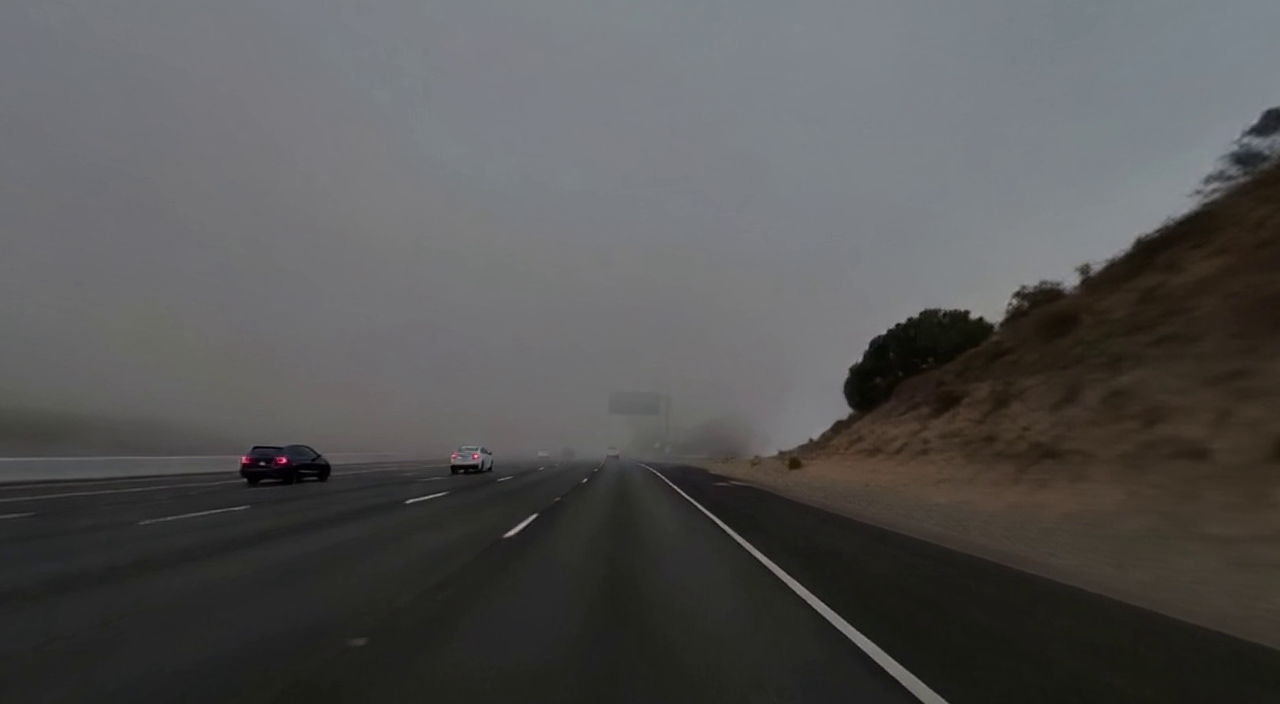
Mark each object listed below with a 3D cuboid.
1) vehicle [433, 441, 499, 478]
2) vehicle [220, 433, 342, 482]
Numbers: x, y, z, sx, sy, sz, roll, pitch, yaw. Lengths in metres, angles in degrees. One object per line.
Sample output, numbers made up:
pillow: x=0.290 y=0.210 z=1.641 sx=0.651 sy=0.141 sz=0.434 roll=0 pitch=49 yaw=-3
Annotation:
vehicle: x=-8.519 y=5.311 z=31.387 sx=2.104 sy=1.715 sz=4.319 roll=0 pitch=-9 yaw=-1
vehicle: x=-15.681 y=4.654 z=28.063 sx=2.240 sy=1.953 sz=5.452 roll=0 pitch=-9 yaw=-1
